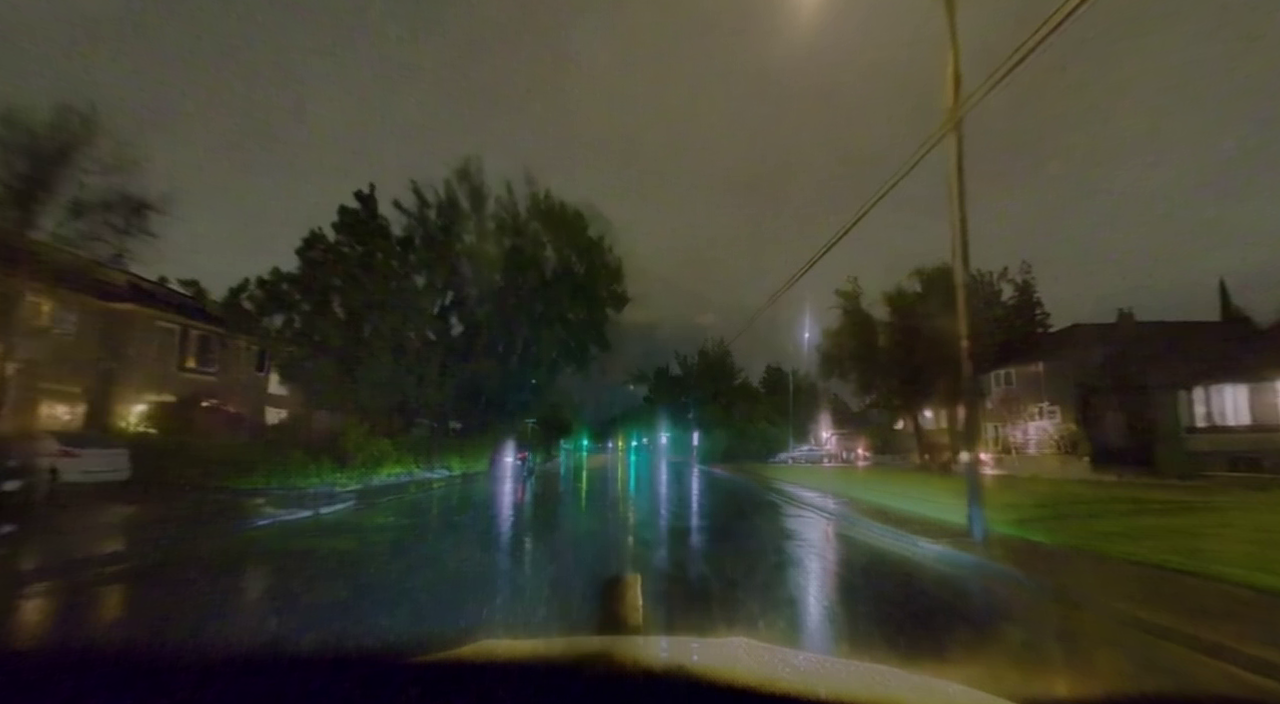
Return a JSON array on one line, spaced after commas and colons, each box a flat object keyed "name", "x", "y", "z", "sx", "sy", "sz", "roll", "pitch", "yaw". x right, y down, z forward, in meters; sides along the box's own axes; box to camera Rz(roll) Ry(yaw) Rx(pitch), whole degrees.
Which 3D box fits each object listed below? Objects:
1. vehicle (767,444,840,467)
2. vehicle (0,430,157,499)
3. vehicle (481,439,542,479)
[{"name": "vehicle", "x": 12.169, "y": 7.713, "z": 46.862, "sx": 4.708, "sy": 1.527, "sz": 2.113, "roll": 0, "pitch": -8, "yaw": -9}, {"name": "vehicle", "x": -14.356, "y": 2.620, "z": 14.803, "sx": 4.291, "sy": 1.484, "sz": 1.872, "roll": 0, "pitch": -9, "yaw": -1}, {"name": "vehicle", "x": -6.128, "y": 5.141, "z": 30.409, "sx": 1.998, "sy": 1.742, "sz": 4.210, "roll": 0, "pitch": -9, "yaw": 1}]
